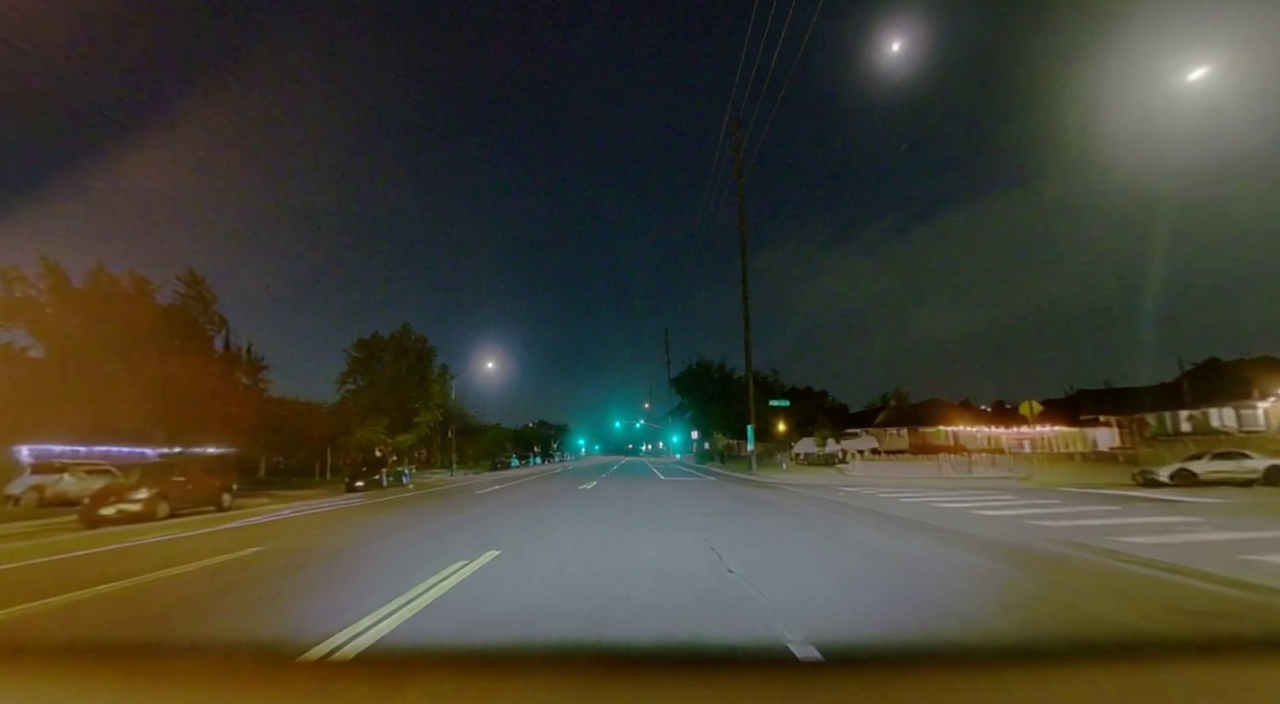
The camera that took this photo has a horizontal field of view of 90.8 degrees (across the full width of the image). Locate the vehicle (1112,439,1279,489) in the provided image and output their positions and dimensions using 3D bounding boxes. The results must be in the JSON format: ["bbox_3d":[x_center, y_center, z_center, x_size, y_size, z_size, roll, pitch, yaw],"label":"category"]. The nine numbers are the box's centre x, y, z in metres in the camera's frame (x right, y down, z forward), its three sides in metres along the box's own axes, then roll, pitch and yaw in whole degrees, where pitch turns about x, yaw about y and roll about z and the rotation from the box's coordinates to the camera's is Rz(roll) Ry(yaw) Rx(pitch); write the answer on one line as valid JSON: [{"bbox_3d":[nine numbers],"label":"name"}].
[{"bbox_3d":[18.146,3.538,20.152,4.625,1.480,1.971,0,-9,-3],"label":"vehicle"}]

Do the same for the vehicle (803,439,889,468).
[{"bbox_3d":[12.952,6.375,39.851,4.696,1.732,1.968,0,-9,0],"label":"vehicle"}]

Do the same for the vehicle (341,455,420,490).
[{"bbox_3d":[-12.655,5.878,31.156,1.926,1.533,4.557,0,-9,1],"label":"vehicle"}]

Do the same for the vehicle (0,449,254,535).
[{"bbox_3d":[-12.537,3.372,16.038,2.128,1.768,5.306,0,-9,0],"label":"vehicle"}]
